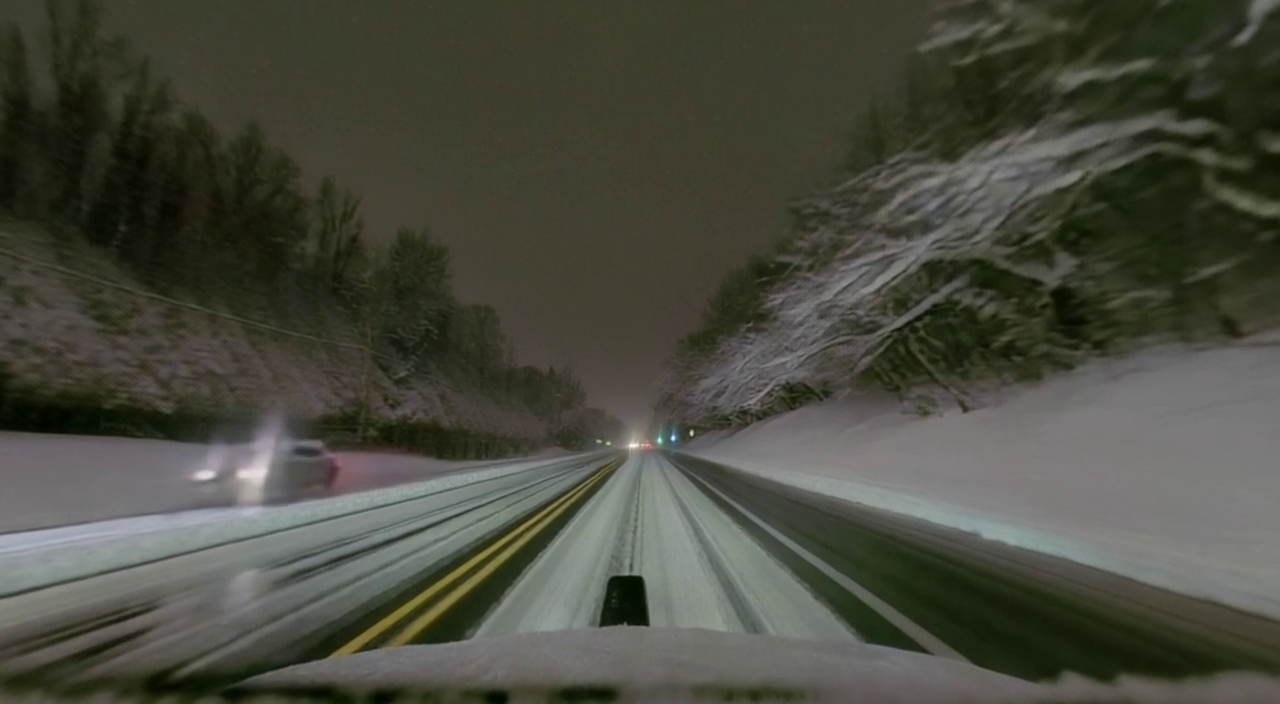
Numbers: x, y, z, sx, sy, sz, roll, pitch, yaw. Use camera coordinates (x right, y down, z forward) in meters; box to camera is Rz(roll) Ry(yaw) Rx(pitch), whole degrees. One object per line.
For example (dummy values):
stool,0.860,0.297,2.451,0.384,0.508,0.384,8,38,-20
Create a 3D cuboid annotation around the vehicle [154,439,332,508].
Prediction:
vehicle,-10.779,3.290,17.612,1.953,1.670,4.511,0,-8,1
